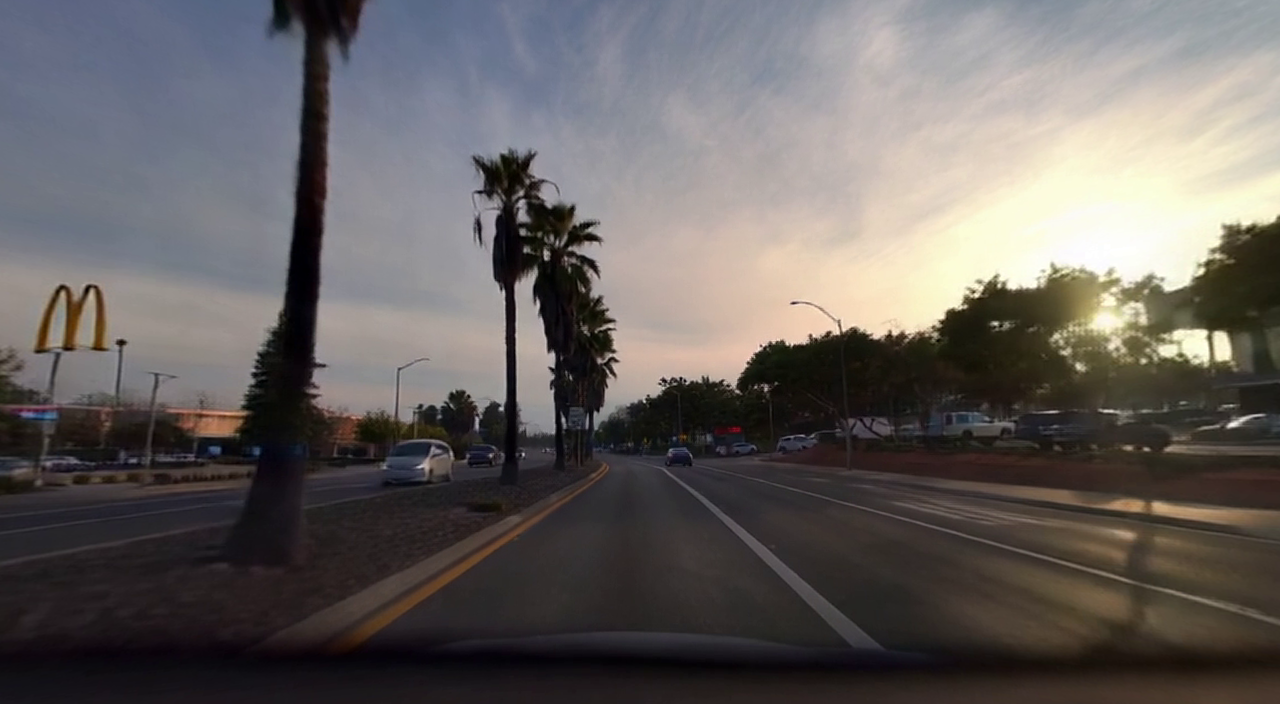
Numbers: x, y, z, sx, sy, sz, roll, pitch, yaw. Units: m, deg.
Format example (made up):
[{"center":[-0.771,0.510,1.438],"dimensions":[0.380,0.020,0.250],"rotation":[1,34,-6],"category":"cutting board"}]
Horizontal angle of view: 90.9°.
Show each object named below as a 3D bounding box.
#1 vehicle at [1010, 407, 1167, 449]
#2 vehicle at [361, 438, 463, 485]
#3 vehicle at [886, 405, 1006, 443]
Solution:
[{"center":[18.417,3.174,26.118],"dimensions":[4.649,1.662,2.349],"rotation":[0,-8,1],"category":"vehicle"},{"center":[-9.210,4.452,26.044],"dimensions":[2.361,1.733,5.099],"rotation":[0,-8,-1],"category":"vehicle"},{"center":[18.003,4.304,37.282],"dimensions":[5.817,1.906,2.230],"rotation":[-1,-12,0],"category":"vehicle"}]
